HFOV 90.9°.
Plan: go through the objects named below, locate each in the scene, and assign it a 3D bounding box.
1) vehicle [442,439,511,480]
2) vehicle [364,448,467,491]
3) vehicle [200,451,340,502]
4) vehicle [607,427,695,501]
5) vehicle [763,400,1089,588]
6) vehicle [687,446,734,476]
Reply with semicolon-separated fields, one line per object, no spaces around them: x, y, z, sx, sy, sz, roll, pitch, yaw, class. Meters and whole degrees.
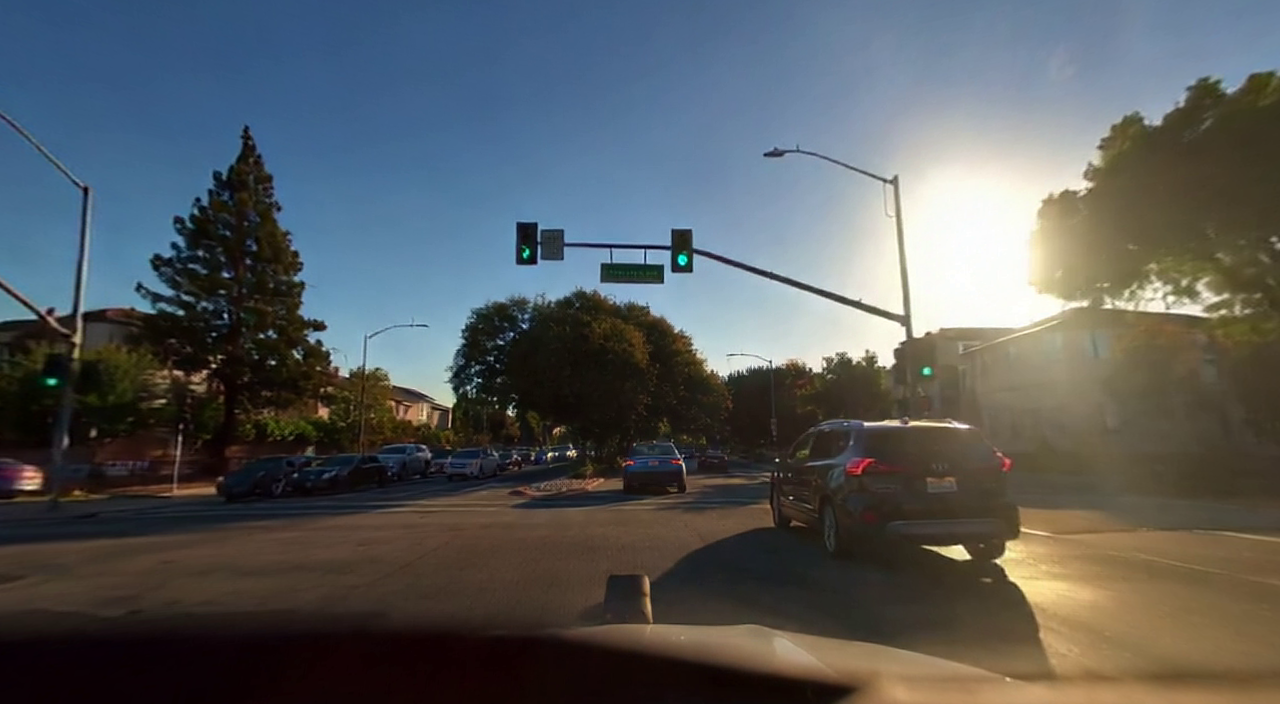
-8.352;5.493;32.664;2.182;1.939;4.889;0;-8;1;vehicle
-8.237;4.339;23.710;2.083;1.420;4.702;0;-8;1;vehicle
-12.208;4.096;21.233;1.959;1.450;4.487;0;-8;0;vehicle
0.294;3.134;18.074;2.185;1.822;4.391;0;-8;1;vehicle
3.201;1.692;8.347;2.166;1.799;4.372;0;-8;-1;vehicle
3.844;6.043;35.277;2.096;1.489;4.757;0;-8;0;vehicle
